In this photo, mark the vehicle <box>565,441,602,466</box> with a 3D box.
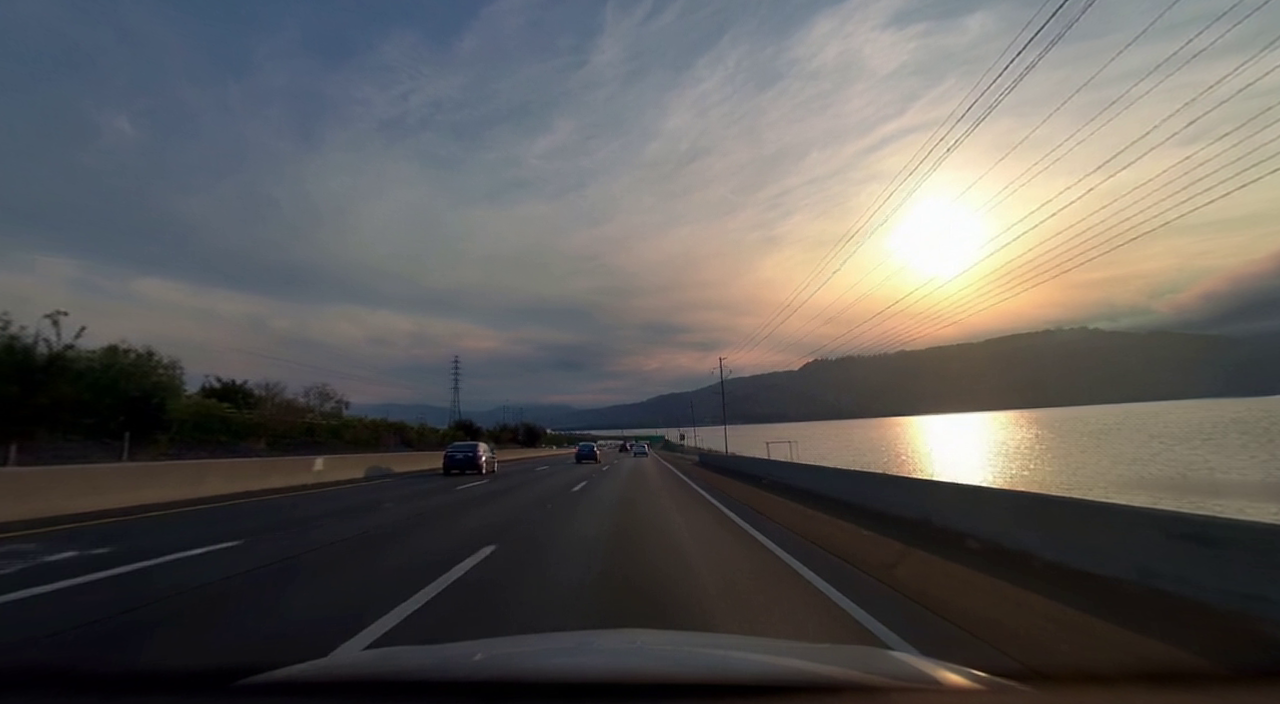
[{"bbox_3d":[-3.545,6.496,40.435,1.957,1.494,4.207,0,-8,1],"label":"vehicle"}]

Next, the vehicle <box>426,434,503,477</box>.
[{"bbox_3d":[-7.531,4.473,27.535,2.050,1.717,4.418,0,-8,0],"label":"vehicle"}]
